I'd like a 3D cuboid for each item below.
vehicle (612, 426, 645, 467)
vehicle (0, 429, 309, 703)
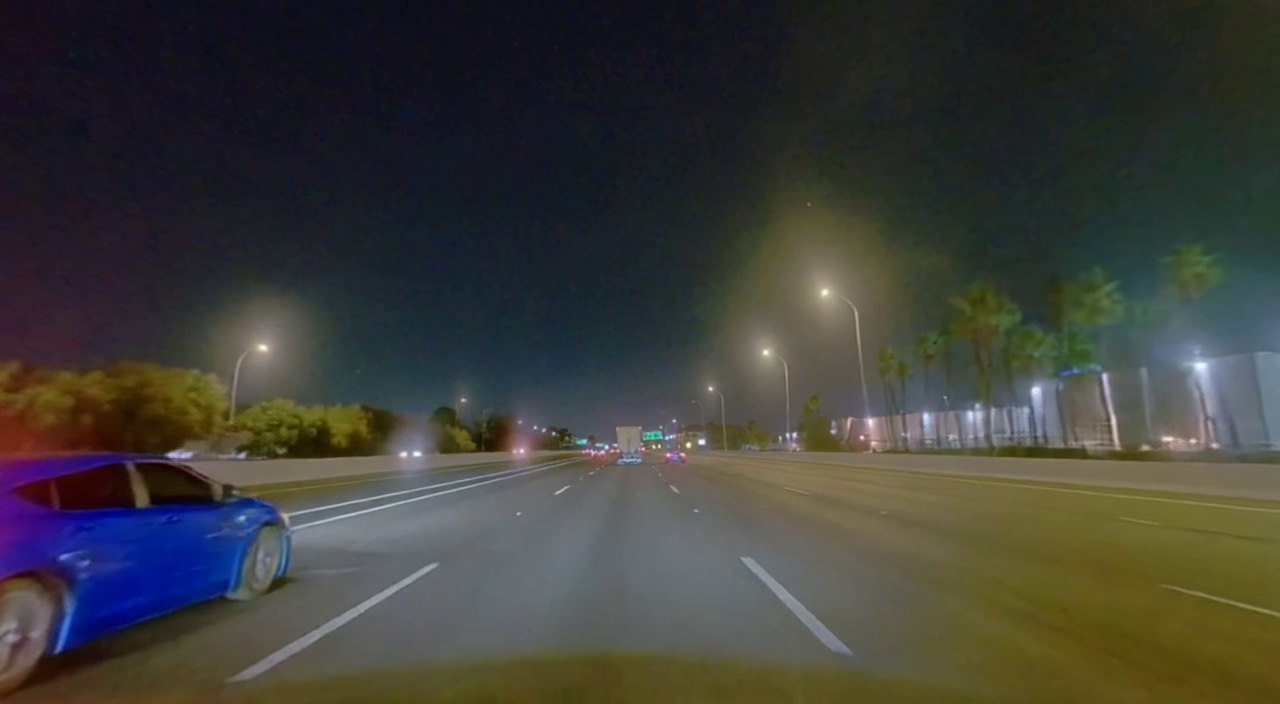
[{"bbox_3d":[-0.929,7.280,48.801,2.364,2.953,6.495,0,-9,-2],"label":"vehicle"},{"bbox_3d":[-3.985,1.158,3.385,2.097,1.447,4.291,0,-9,0],"label":"vehicle"}]
